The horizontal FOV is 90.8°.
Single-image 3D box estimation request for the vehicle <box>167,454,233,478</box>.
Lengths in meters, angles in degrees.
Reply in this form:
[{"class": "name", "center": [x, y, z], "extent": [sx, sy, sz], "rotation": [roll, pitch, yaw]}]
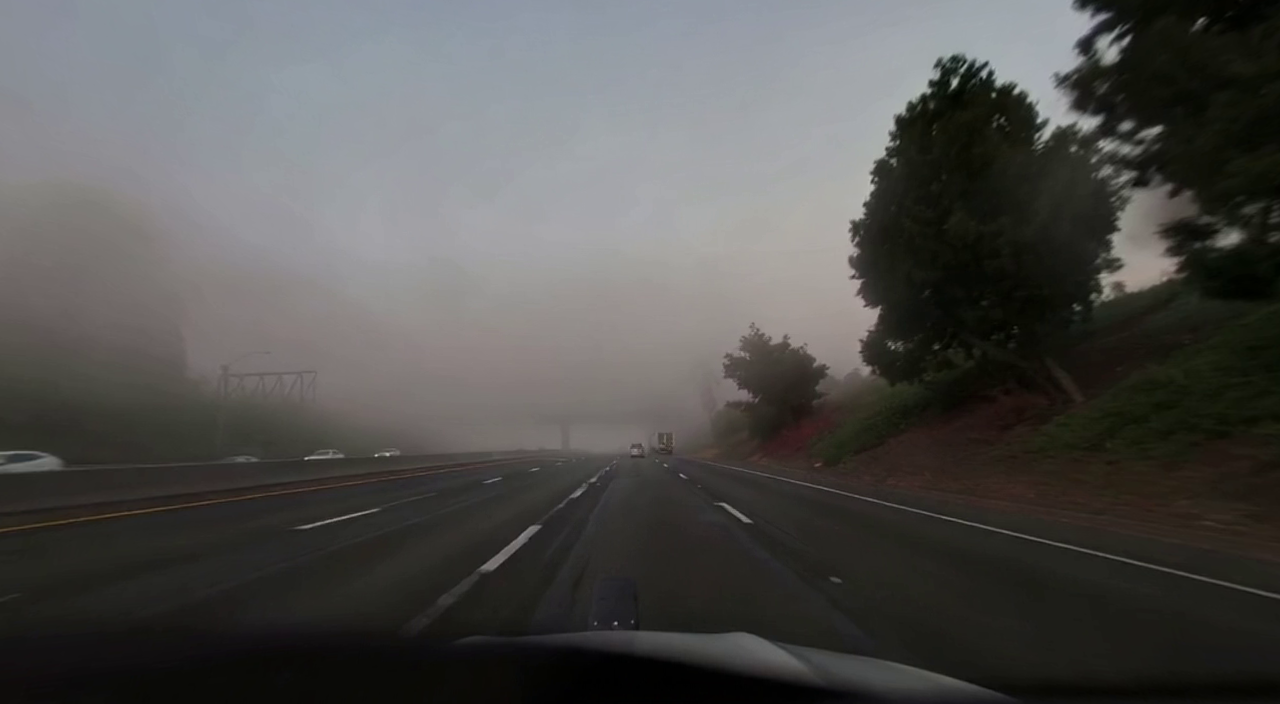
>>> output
[{"class": "vehicle", "center": [-33.807, 8.746, 48.693], "extent": [1.839, 1.615, 4.492], "rotation": [0, -8, -1]}]
